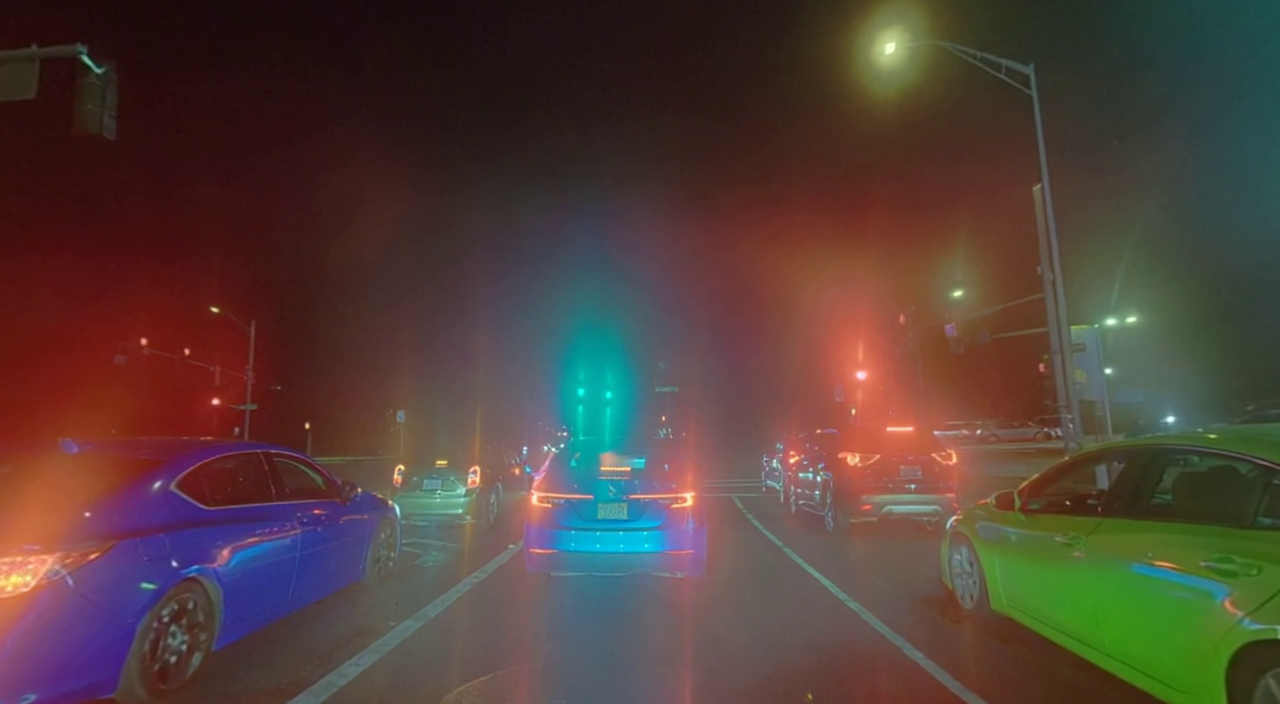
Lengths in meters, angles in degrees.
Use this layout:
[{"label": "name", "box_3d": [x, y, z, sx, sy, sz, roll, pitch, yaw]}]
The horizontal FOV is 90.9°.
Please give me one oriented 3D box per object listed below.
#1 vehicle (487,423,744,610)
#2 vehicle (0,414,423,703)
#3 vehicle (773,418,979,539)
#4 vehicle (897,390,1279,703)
[{"label": "vehicle", "box_3d": [-0.186, 1.622, 7.130, 2.059, 1.477, 3.988, 0, -8, 0]}, {"label": "vehicle", "box_3d": [-3.410, 1.300, 4.726, 1.980, 1.454, 4.226, 0, -8, 1]}, {"label": "vehicle", "box_3d": [3.768, 2.093, 11.013, 2.007, 1.683, 4.171, 0, -8, 1]}, {"label": "vehicle", "box_3d": [3.435, 1.104, 3.768, 1.981, 1.499, 4.536, 0, -8, 2]}]
